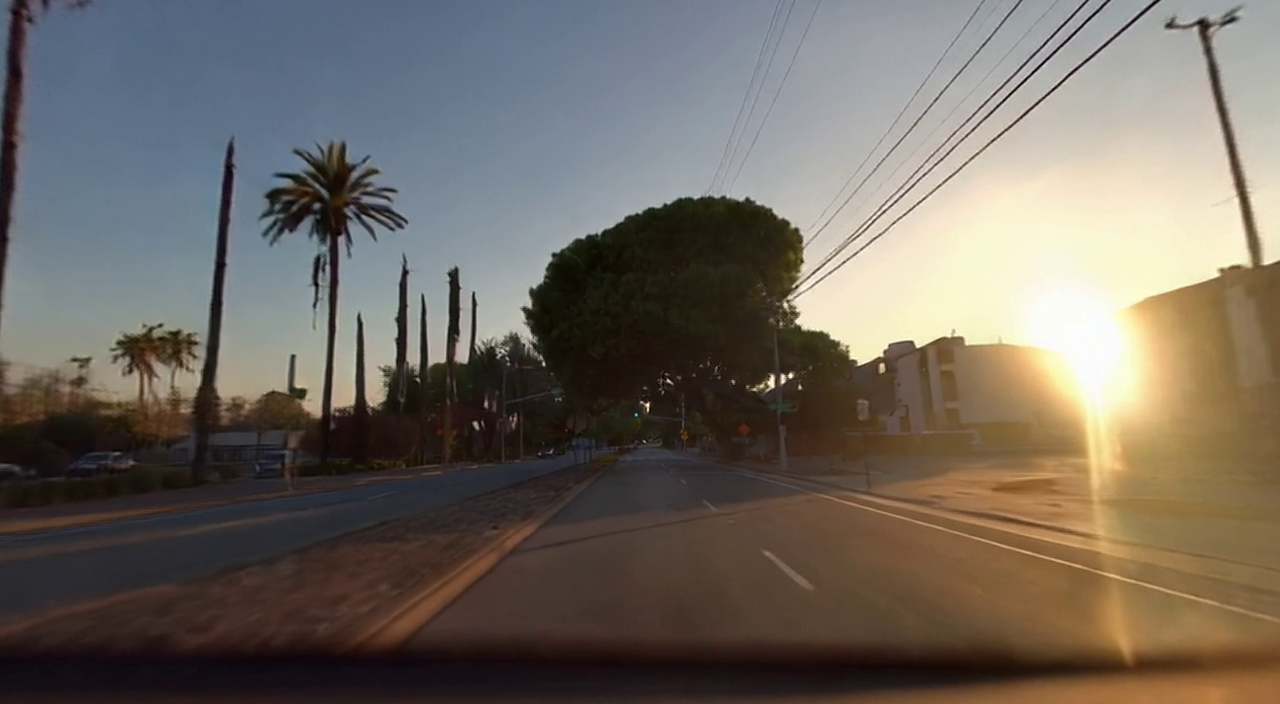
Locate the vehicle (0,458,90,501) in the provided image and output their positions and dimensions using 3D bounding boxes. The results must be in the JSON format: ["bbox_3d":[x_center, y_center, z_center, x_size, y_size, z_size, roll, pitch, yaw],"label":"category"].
[{"bbox_3d":[-26.158,5.525,27.293,4.546,1.479,2.103,-9,-8,28],"label":"vehicle"}]

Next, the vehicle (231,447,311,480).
[{"bbox_3d":[-25.460,7.700,43.502,5.622,1.769,2.331,-9,-8,31],"label":"vehicle"}]

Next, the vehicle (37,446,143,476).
[{"bbox_3d":[-39.576,7.882,45.654,5.244,2.021,2.086,6,-10,-29],"label":"vehicle"}]
